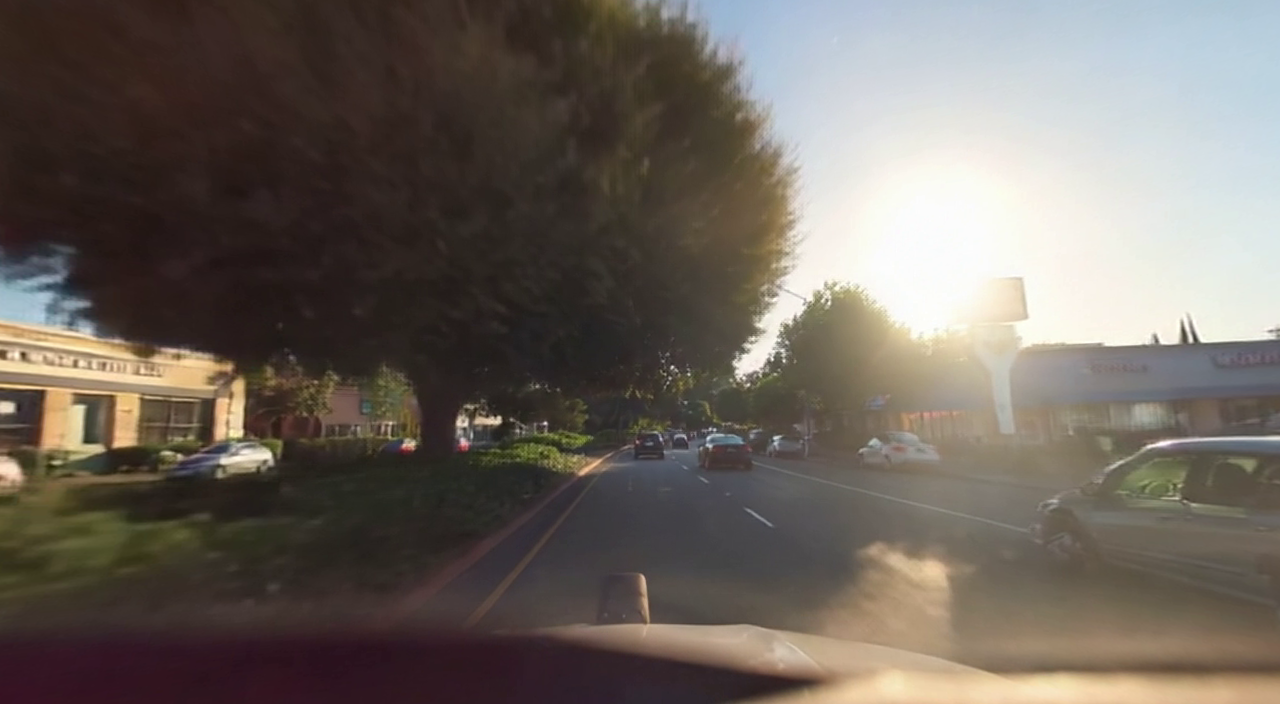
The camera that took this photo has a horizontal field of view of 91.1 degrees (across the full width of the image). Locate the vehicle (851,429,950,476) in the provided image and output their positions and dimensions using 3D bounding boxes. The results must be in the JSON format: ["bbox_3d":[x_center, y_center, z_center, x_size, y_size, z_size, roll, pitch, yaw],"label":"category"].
[{"bbox_3d":[10.495,4.092,25.746,2.123,1.726,4.520,0,-8,0],"label":"vehicle"}]

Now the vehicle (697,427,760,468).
[{"bbox_3d":[3.812,4.236,27.890,2.115,1.692,4.189,0,-8,-1],"label":"vehicle"}]

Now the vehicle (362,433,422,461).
[{"bbox_3d":[-18.831,7.211,47.940,2.488,1.752,4.991,-2,-6,1],"label":"vehicle"}]

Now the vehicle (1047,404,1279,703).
[{"bbox_3d":[3.982,0.889,2.322,1.908,1.463,4.506,0,-8,0],"label":"vehicle"}]

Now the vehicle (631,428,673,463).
[{"bbox_3d":[0.578,4.842,32.645,2.098,1.682,3.778,0,-8,0],"label":"vehicle"}]

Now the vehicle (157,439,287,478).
[{"bbox_3d":[-18.675,4.749,28.482,2.034,1.532,5.548,0,-8,1],"label":"vehicle"}]
